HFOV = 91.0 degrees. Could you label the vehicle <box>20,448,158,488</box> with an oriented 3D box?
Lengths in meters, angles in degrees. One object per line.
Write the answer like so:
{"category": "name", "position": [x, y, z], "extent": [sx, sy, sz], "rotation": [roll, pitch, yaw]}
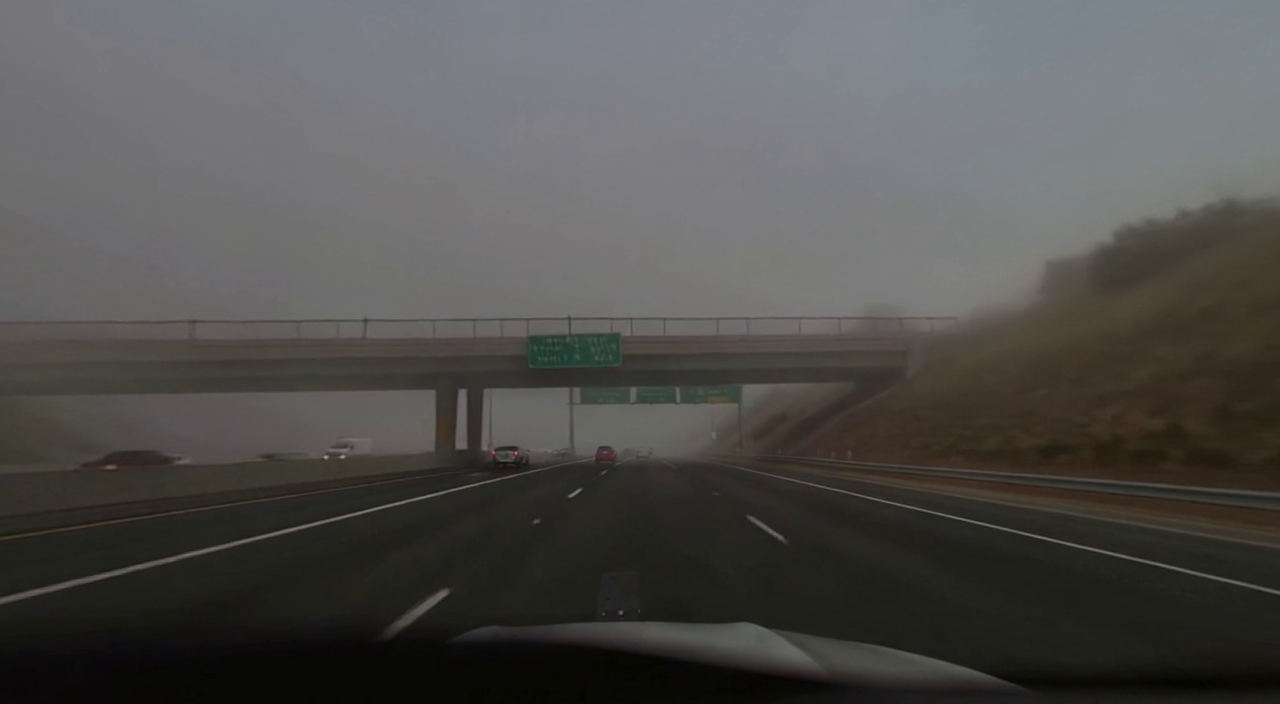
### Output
{"category": "vehicle", "position": [-26.563, 5.562, 30.668], "extent": [2.081, 1.748, 5.102], "rotation": [0, -9, 0]}

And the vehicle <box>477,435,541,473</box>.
{"category": "vehicle", "position": [-7.326, 5.780, 35.971], "extent": [2.341, 1.959, 5.684], "rotation": [0, -9, 1]}

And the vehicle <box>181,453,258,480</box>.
{"category": "vehicle", "position": [-26.542, 7.214, 39.891], "extent": [1.819, 1.521, 4.377], "rotation": [0, -9, 0]}
